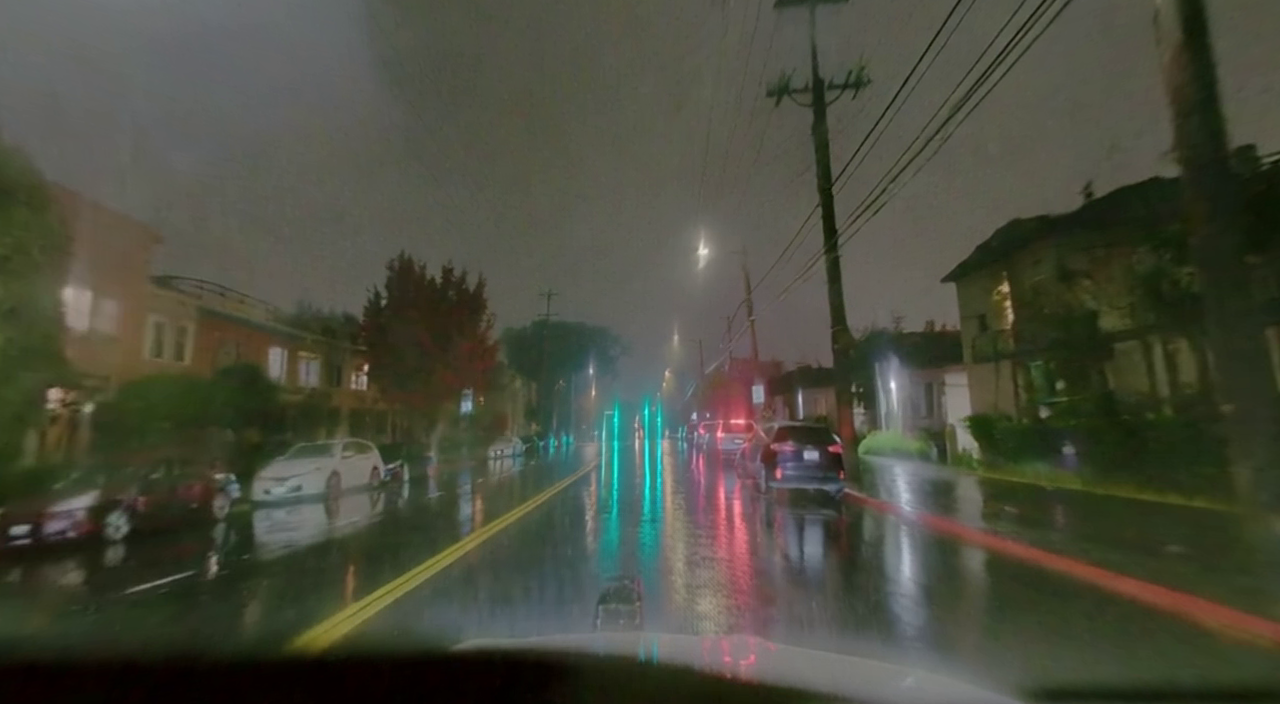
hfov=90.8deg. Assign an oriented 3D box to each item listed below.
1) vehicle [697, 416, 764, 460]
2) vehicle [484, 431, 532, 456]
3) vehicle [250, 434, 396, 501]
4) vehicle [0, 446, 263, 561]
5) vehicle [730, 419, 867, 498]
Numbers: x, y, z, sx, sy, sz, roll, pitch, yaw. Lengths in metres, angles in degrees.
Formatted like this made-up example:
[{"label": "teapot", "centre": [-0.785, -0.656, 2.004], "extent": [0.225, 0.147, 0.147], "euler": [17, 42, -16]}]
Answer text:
[{"label": "vehicle", "centre": [3.924, 3.841, 28.376], "extent": [2.225, 1.759, 4.817], "euler": [-1, -7, -1]}, {"label": "vehicle", "centre": [-8.767, 6.140, 42.364], "extent": [2.208, 1.508, 4.590], "euler": [-1, -8, 1]}, {"label": "vehicle", "centre": [-9.347, 3.395, 19.136], "extent": [2.061, 1.748, 4.316], "euler": [-1, -8, 2]}, {"label": "vehicle", "centre": [-9.503, 2.625, 11.830], "extent": [1.926, 1.652, 4.527], "euler": [-1, -8, 3]}, {"label": "vehicle", "centre": [3.720, 2.526, 15.817], "extent": [2.089, 1.638, 4.628], "euler": [-1, -6, -2]}]
